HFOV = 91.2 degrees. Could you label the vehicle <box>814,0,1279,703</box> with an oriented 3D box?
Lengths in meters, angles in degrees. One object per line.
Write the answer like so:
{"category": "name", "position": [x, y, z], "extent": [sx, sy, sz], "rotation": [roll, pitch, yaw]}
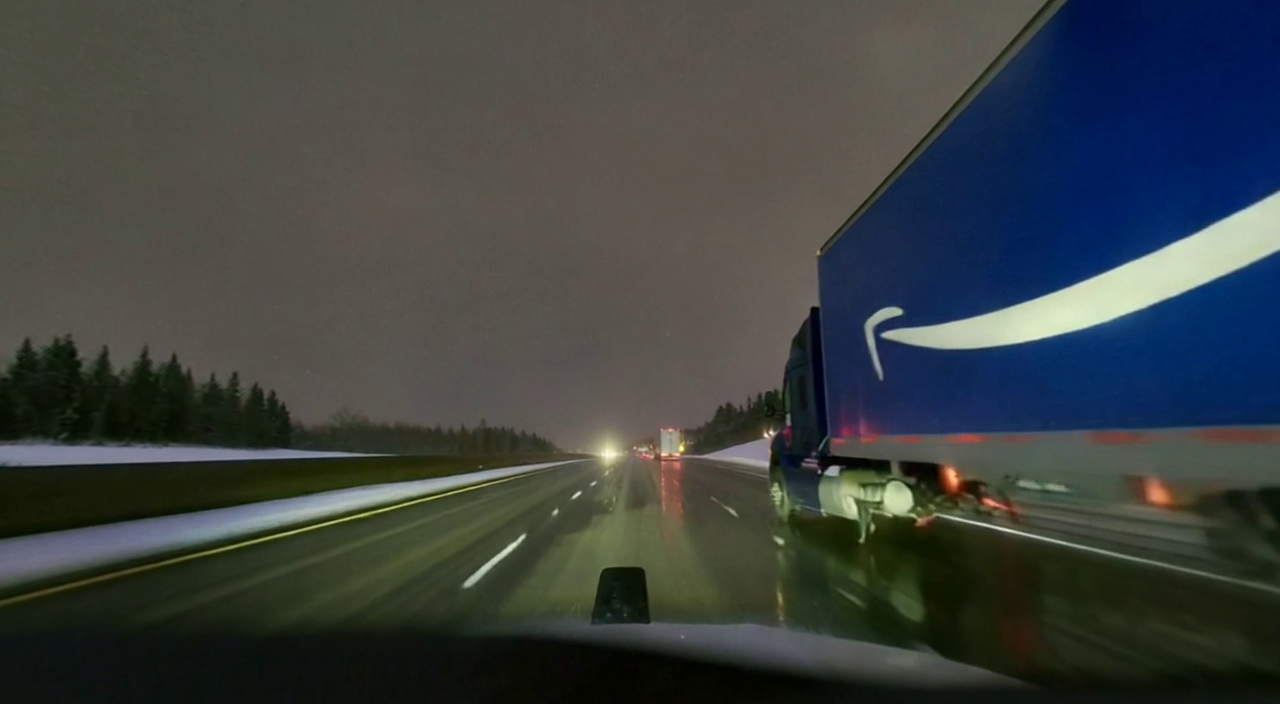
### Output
{"category": "vehicle", "position": [4.063, -0.546, 0.726], "extent": [2.928, 4.021, 17.190], "rotation": [0, -9, 0]}
